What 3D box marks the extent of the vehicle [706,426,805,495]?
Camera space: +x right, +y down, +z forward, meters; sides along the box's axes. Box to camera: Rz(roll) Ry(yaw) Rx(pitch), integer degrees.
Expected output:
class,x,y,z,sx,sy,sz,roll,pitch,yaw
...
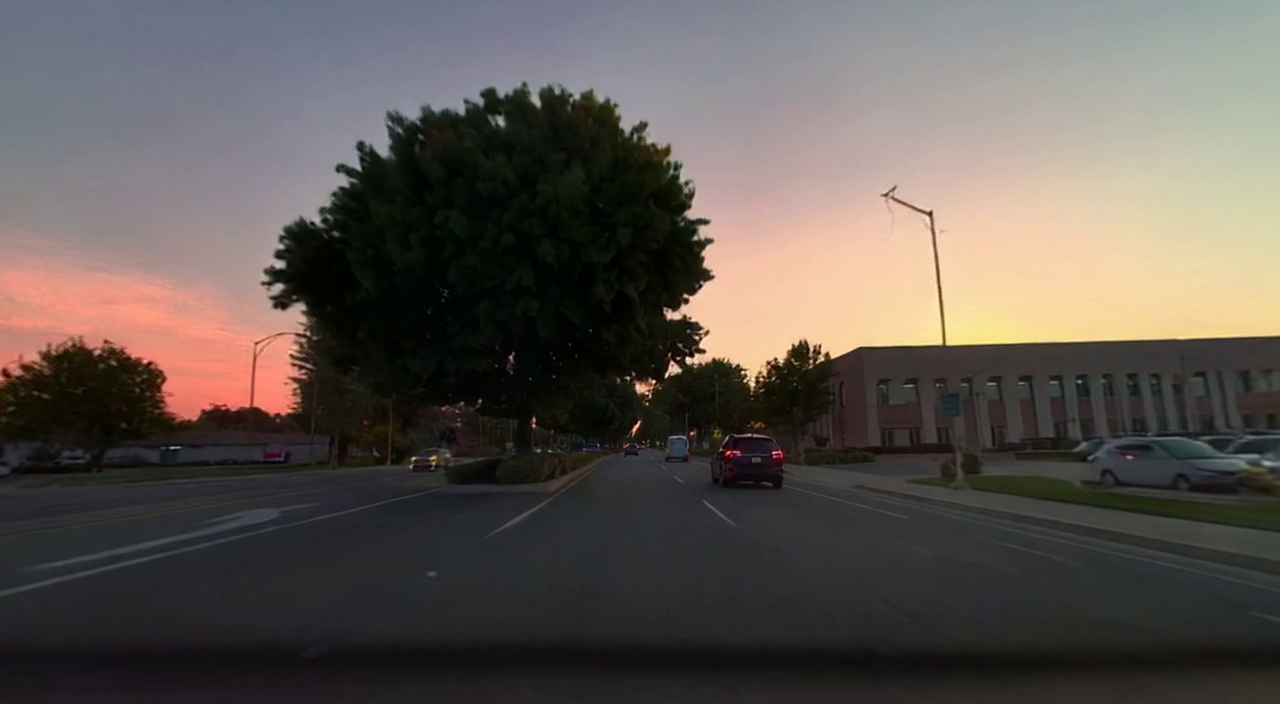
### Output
class,x,y,z,sx,sy,sz,roll,pitch,yaw
vehicle,3.284,3.200,18.942,2.060,1.816,4.343,0,-8,-1

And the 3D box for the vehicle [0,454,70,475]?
class,x,y,z,sx,sy,sz,roll,pitch,yaw
vehicle,-46.094,8.567,48.109,3.642,1.477,1.634,0,-9,-1

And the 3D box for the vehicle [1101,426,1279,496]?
class,x,y,z,sx,sy,sz,roll,pitch,yaw
vehicle,15.836,2.950,17.436,4.682,1.635,2.053,-2,-9,-6

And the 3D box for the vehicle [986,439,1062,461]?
class,x,y,z,sx,sy,sz,roll,pitch,yaw
vehicle,30.280,7.734,49.890,4.607,1.683,2.217,1,-9,-8

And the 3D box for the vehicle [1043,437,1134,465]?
class,x,y,z,sx,sy,sz,roll,pitch,yaw
vehicle,31.122,6.837,43.894,5.111,1.834,2.093,1,-8,-11
